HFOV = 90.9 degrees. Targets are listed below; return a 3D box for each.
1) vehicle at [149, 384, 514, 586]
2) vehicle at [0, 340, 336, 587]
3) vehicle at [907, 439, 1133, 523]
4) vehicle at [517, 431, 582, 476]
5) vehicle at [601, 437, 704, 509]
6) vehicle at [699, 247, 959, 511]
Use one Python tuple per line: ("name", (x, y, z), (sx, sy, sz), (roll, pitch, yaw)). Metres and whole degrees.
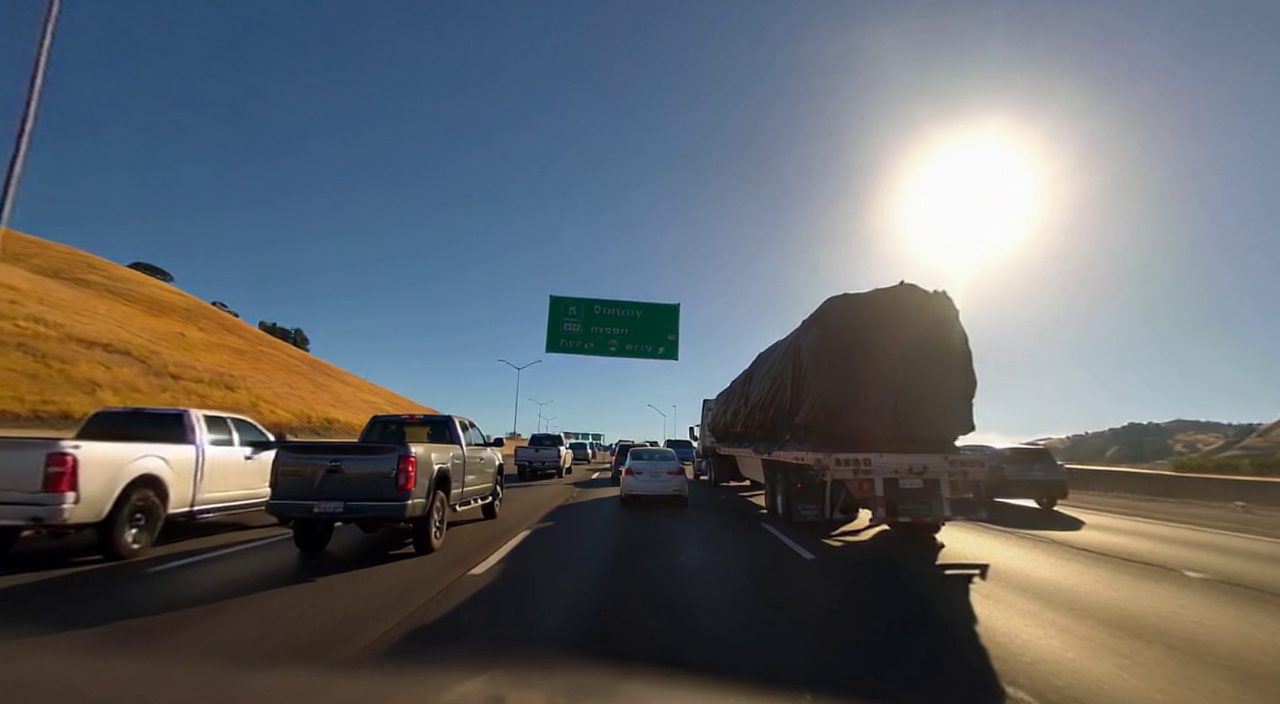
("vehicle", (-3.442, 1.634, 8.695), (2.318, 1.902, 5.374), (0, -8, 0))
("vehicle", (-7.560, 1.436, 8.626), (3.150, 2.303, 7.133), (0, -8, 1))
("vehicle", (7.741, 2.623, 13.481), (2.092, 1.495, 4.194), (0, -8, -2))
("vehicle", (-3.952, 4.532, 28.469), (2.348, 1.821, 5.061), (0, -8, -2))
("vehicle", (0.199, 2.771, 14.970), (2.105, 1.471, 3.978), (0, -8, -2))
("vehicle", (3.382, 1.145, 15.172), (2.759, 4.098, 10.906), (0, -8, 0))
